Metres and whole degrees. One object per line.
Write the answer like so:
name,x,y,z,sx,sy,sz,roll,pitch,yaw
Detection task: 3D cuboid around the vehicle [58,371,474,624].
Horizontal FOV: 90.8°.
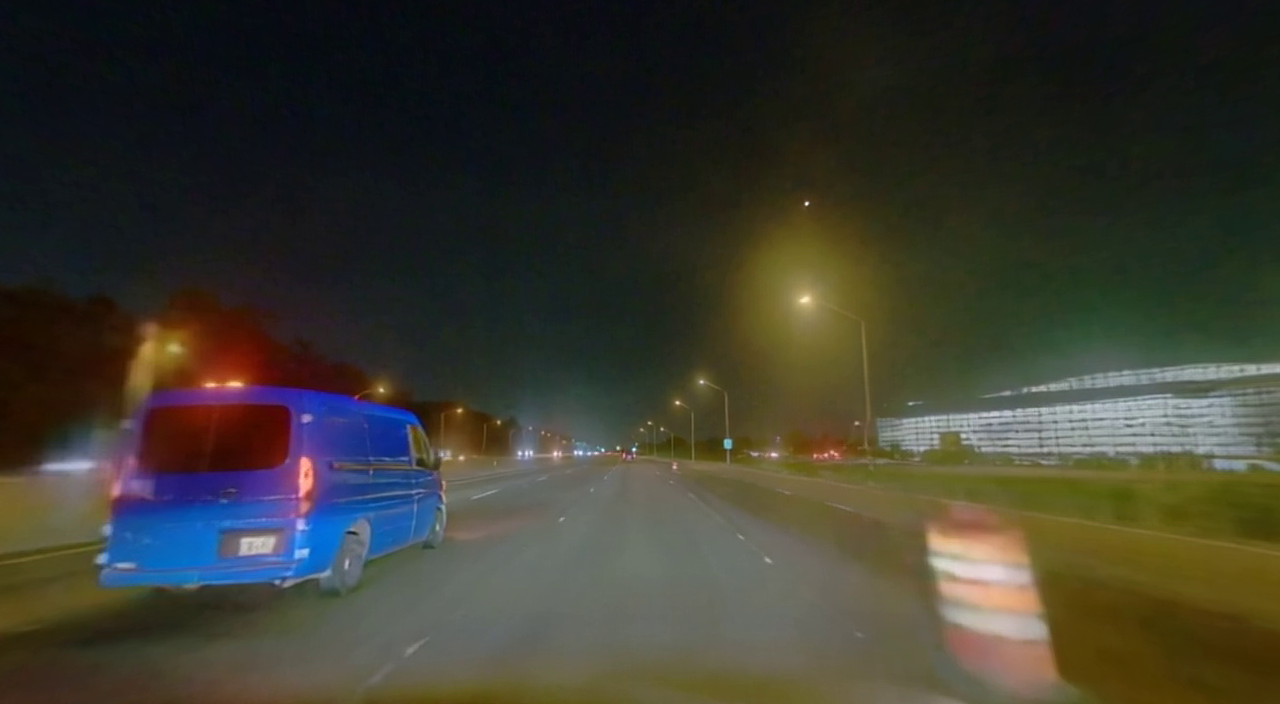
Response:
vehicle,-3.524,1.478,7.274,2.046,1.982,4.465,0,-9,-1

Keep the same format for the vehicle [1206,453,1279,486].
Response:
vehicle,30.028,5.681,30.349,3.860,1.433,1.875,3,-10,-2
